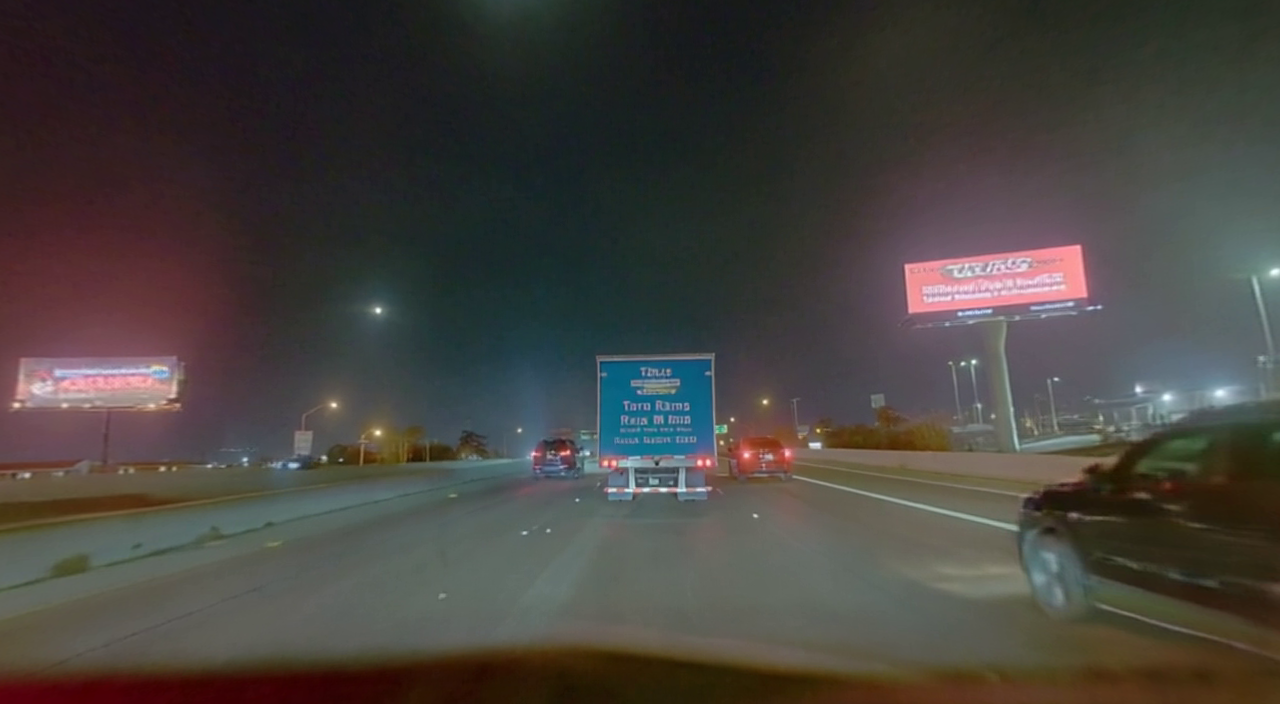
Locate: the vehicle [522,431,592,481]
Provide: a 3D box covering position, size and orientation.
[{"bbox_3d":[-3.140,4.054,24.902,2.030,1.757,4.509,-1,-8,2],"label":"vehicle"}]

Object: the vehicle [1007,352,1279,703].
[{"bbox_3d":[3.944,0.850,2.826,1.986,1.718,4.296,0,-8,0],"label":"vehicle"}]

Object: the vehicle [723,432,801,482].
[{"bbox_3d":[4.440,3.894,23.709,2.066,1.692,4.339,0,-8,0],"label":"vehicle"}]

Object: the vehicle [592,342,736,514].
[{"bbox_3d":[0.542,2.048,16.470,2.733,3.296,8.571,0,-8,1],"label":"vehicle"}]
